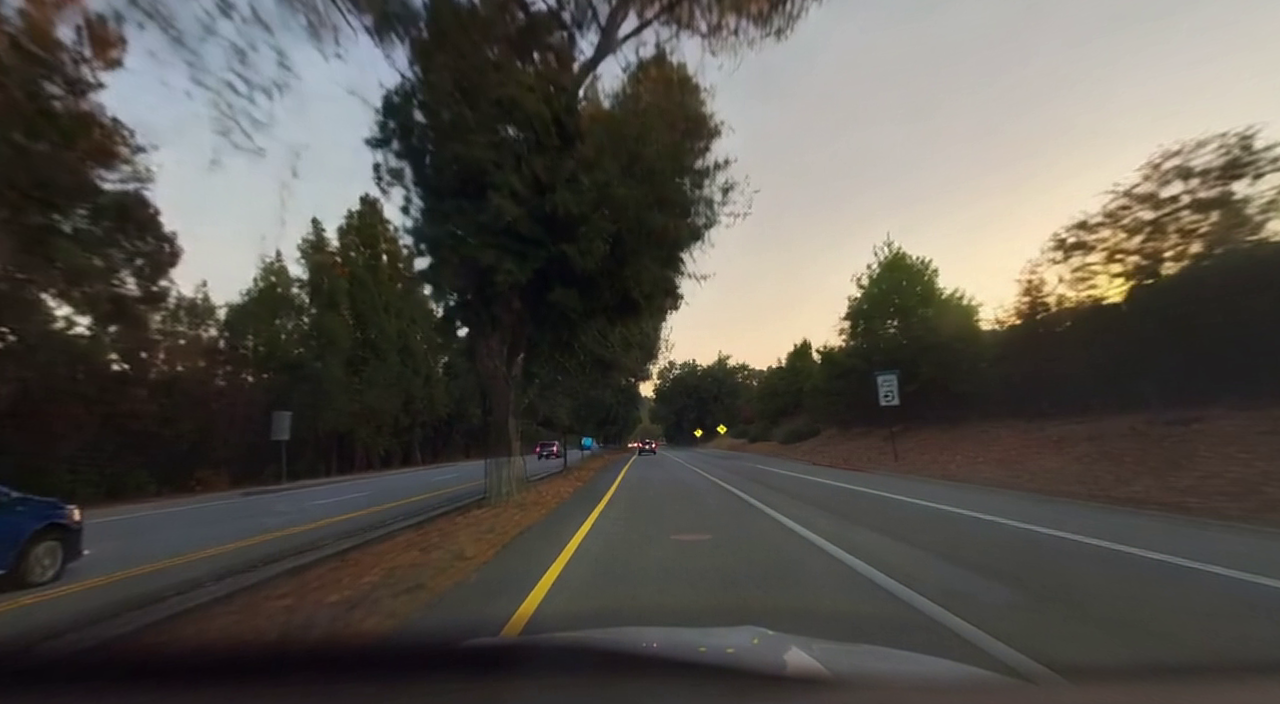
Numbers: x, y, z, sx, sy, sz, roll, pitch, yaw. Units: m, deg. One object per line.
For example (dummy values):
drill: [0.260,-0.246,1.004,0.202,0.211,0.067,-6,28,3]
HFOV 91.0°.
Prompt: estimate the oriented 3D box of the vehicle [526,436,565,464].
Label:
vehicle: [-6.932,7.253,46.720,2.068,1.897,4.372,0,-8,2]

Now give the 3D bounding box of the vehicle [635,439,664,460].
vehicle: [0.688,7.265,46.952,2.061,1.469,3.782,0,-8,1]
